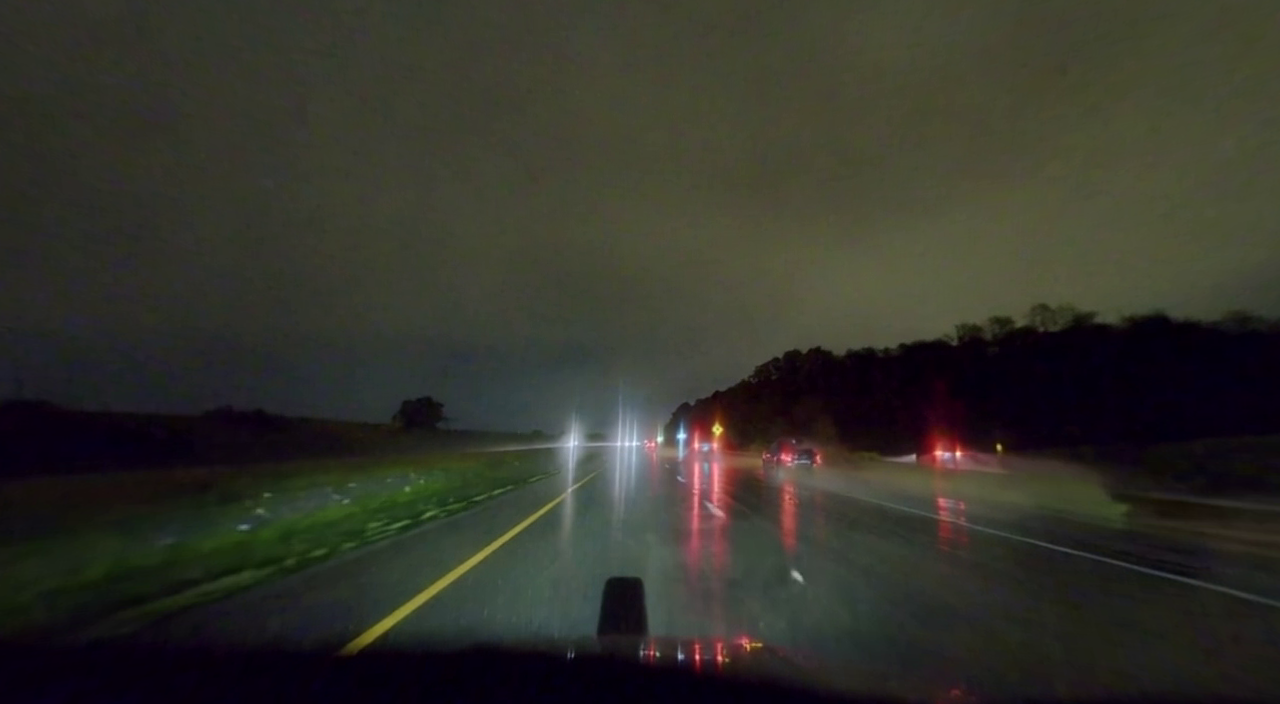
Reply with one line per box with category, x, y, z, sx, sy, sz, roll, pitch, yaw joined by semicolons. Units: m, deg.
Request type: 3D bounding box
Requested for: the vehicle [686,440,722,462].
vehicle;4.519;7.064;45.194;2.012;1.476;4.256;0;-8;-2
